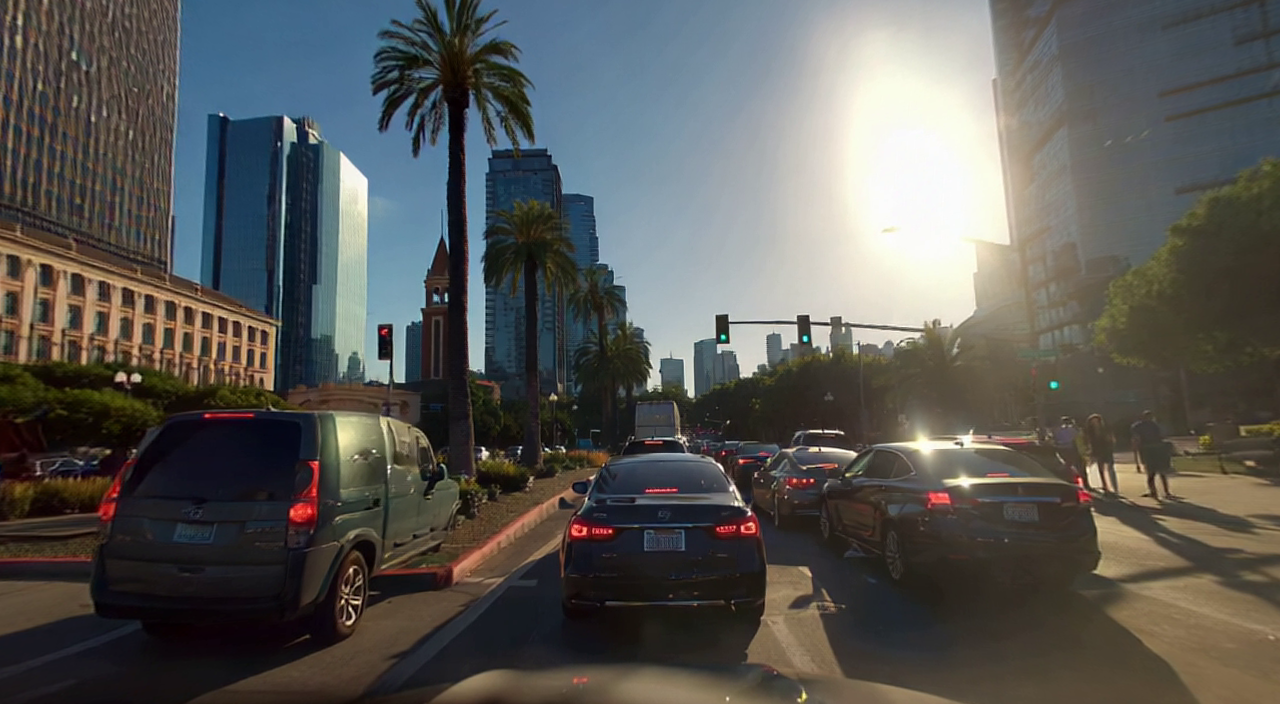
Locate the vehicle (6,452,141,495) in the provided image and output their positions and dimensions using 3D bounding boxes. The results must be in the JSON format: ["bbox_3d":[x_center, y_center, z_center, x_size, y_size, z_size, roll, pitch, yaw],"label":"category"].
[{"bbox_3d":[-26.701,5.712,29.951,2.105,1.793,4.812,0,-9,-4],"label":"vehicle"}]

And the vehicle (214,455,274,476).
[{"bbox_3d":[-30.862,8.809,49.173,1.829,1.483,4.745,0,-9,-3],"label":"vehicle"}]

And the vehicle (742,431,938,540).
[{"bbox_3d":[3.100,2.168,10.879,1.913,1.469,4.425,0,-9,0],"label":"vehicle"}]

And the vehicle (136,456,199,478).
[{"bbox_3d":[-36.856,8.972,49.194,1.700,1.527,4.445,1,-9,-4],"label":"vehicle"}]

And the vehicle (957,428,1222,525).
[{"bbox_3d":[8.175,2.280,12.080,1.859,1.508,4.259,0,-9,-1],"label":"vehicle"}]

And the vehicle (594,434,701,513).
[{"bbox_3d":[0.178,2.612,13.986,2.048,1.503,3.681,0,-9,1],"label":"vehicle"}]
